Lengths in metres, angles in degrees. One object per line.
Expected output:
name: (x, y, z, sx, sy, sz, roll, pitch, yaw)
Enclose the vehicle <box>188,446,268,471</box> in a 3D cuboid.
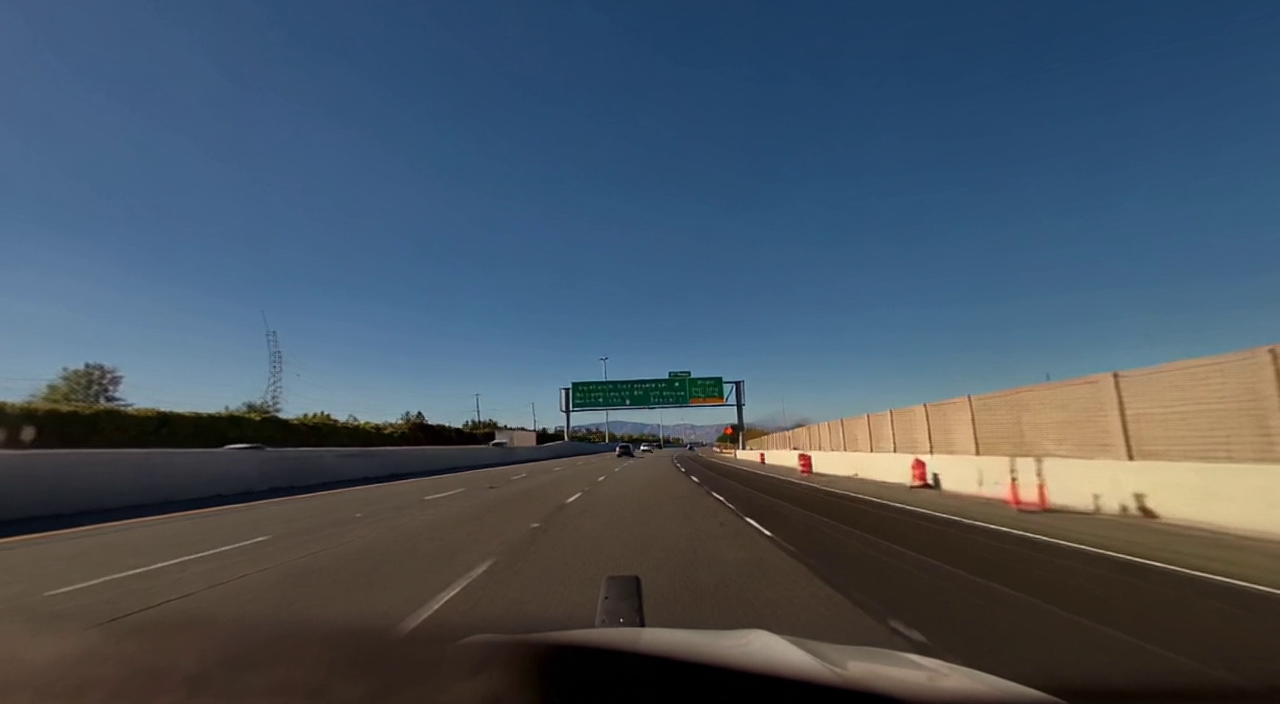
vehicle: (-25.742, 6.665, 39.579, 1.879, 1.508, 4.482, 0, -9, 2)
